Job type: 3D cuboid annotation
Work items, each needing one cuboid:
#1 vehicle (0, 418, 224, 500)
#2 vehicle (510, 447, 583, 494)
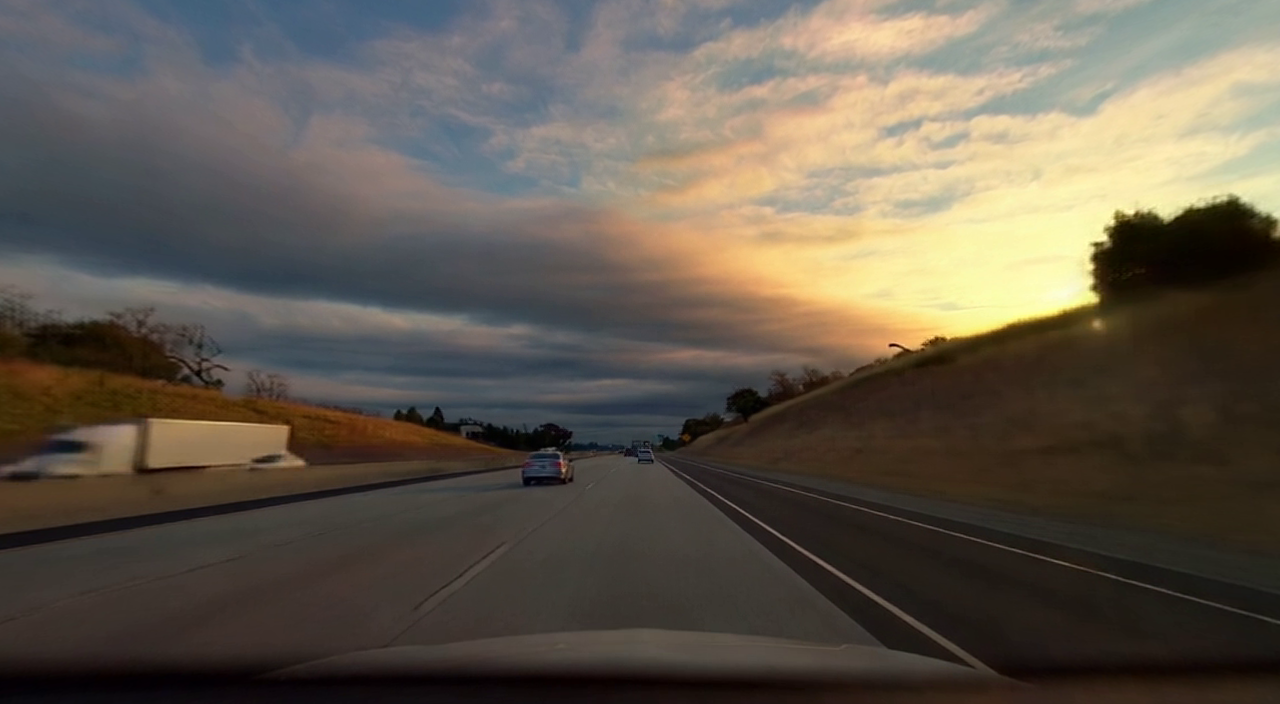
[{"bbox_3d":[-22.794,4.617,27.685,2.676,2.929,9.366,0,-9,0],"label":"vehicle"},{"bbox_3d":[-3.233,4.177,22.651,1.978,1.498,4.080,0,-9,0],"label":"vehicle"}]
